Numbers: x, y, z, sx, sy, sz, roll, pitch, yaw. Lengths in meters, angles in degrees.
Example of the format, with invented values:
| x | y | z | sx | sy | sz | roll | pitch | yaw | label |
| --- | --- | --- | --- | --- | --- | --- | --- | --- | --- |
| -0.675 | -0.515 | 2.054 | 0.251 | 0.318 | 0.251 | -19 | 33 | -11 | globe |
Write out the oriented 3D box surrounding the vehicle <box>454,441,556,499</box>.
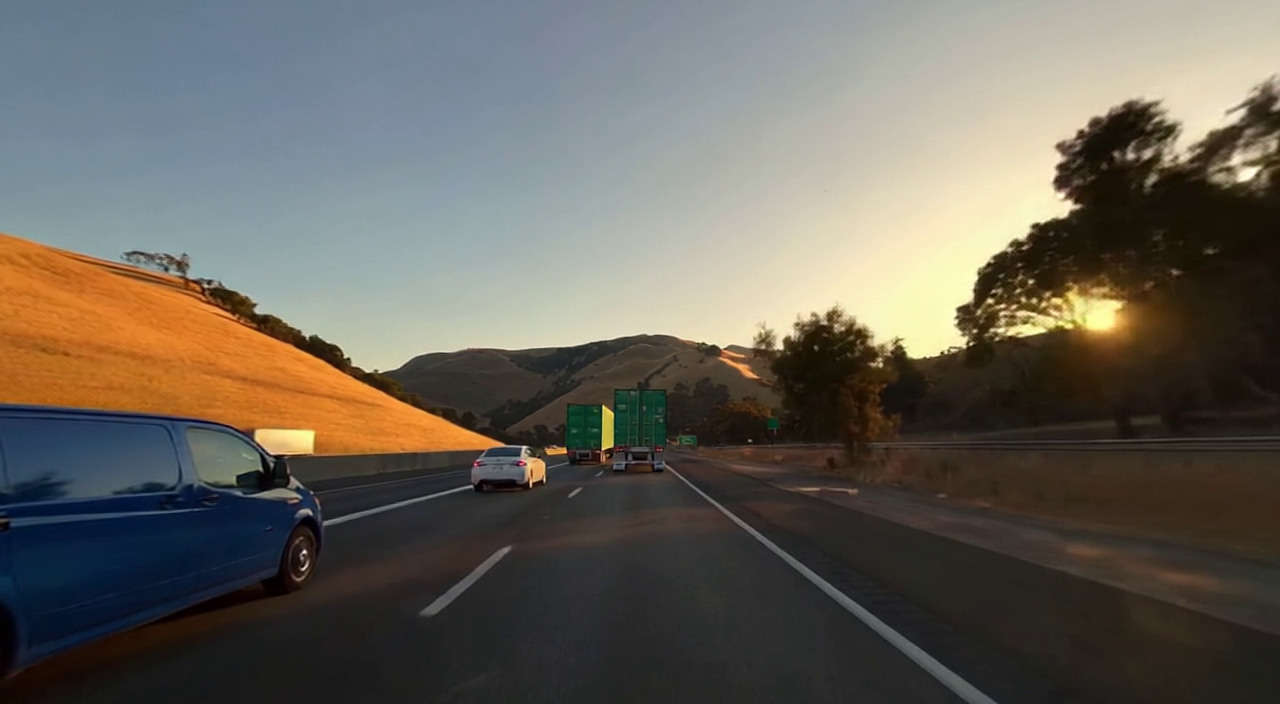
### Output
| x | y | z | sx | sy | sz | roll | pitch | yaw | label |
| --- | --- | --- | --- | --- | --- | --- | --- | --- | --- |
| -3.703 | 3.301 | 18.118 | 1.950 | 1.446 | 4.224 | 0 | -8 | 1 | vehicle |

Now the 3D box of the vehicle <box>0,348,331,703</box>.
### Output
| x | y | z | sx | sy | sz | roll | pitch | yaw | label |
| --- | --- | --- | --- | --- | --- | --- | --- | --- | --- |
| -4.102 | 0.969 | 3.606 | 2.136 | 1.779 | 4.875 | 0 | -8 | 1 | vehicle |

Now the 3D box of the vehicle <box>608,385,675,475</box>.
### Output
| x | y | z | sx | sy | sz | roll | pitch | yaw | label |
| --- | --- | --- | --- | --- | --- | --- | --- | --- | --- |
| 0.186 | 4.225 | 33.412 | 2.913 | 3.988 | 10.874 | 0 | -8 | 1 | vehicle |
